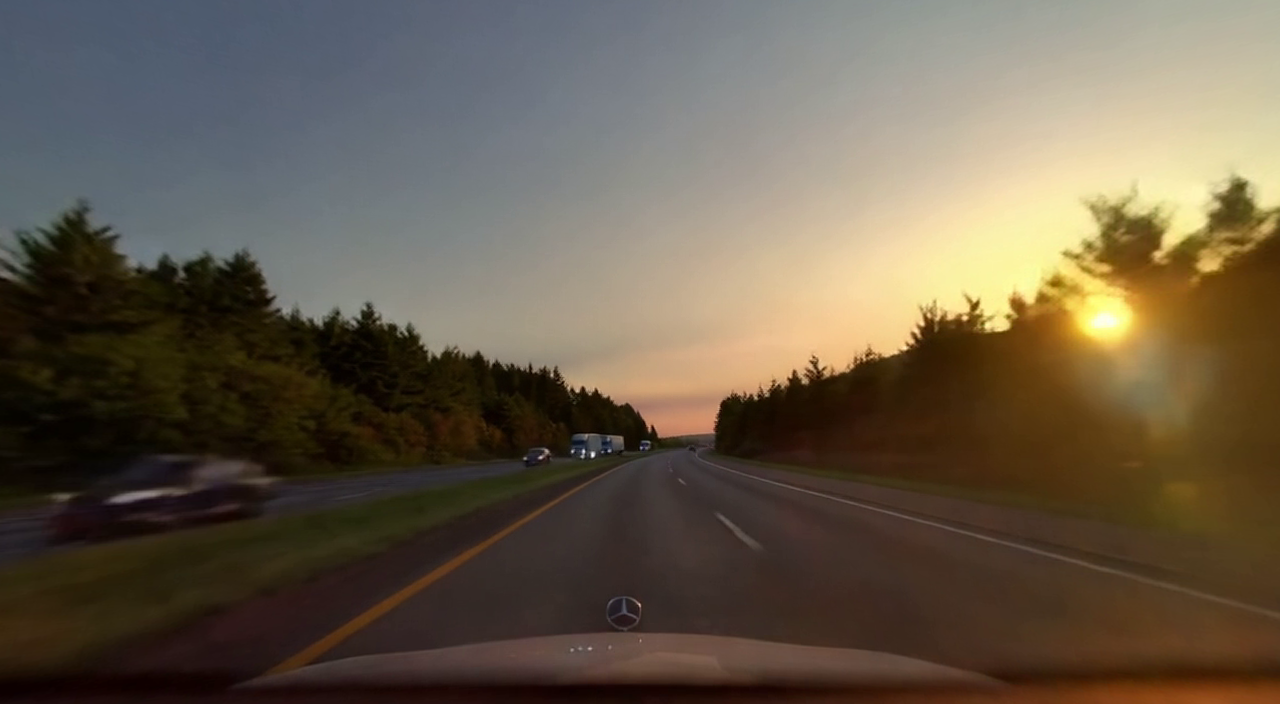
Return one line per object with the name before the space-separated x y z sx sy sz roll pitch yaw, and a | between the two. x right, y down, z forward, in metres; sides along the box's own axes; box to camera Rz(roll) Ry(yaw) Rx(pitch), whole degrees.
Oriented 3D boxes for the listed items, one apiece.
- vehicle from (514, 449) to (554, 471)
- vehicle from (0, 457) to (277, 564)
vehicle | -8.004 8.186 48.034 2.069 1.606 4.753 -1 -9 2
vehicle | -8.951 2.693 11.522 1.883 1.465 4.631 0 -9 0
